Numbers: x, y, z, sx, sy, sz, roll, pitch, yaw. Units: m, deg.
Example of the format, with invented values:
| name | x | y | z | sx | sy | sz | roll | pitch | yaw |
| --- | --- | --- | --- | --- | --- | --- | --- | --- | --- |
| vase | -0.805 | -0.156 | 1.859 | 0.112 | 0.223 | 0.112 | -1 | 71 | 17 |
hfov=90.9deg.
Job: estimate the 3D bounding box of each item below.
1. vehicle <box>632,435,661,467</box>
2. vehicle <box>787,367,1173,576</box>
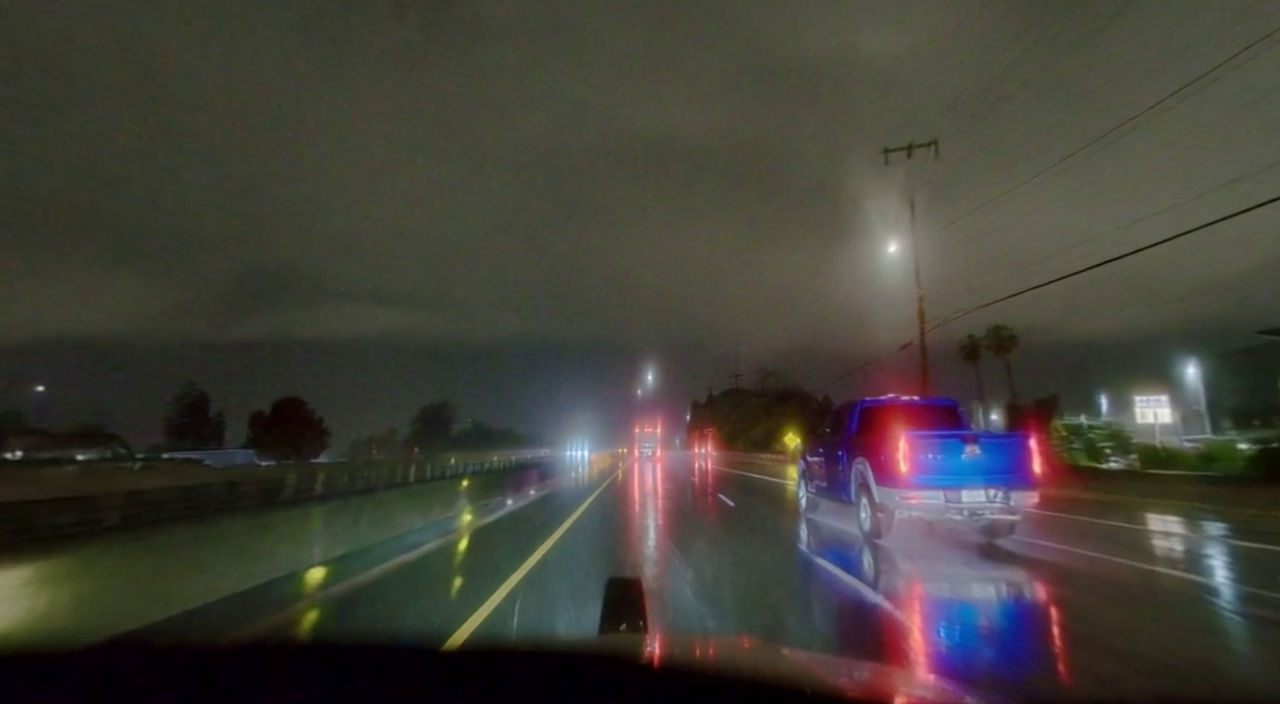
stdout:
| name | x | y | z | sx | sy | sz | roll | pitch | yaw |
| --- | --- | --- | --- | --- | --- | --- | --- | --- | --- |
| vehicle | 0.458 | 7.433 | 47.478 | 2.099 | 2.260 | 4.899 | 0 | -9 | 0 |
| vehicle | 4.184 | 1.653 | 9.439 | 2.594 | 2.155 | 5.670 | 0 | -9 | 0 |
